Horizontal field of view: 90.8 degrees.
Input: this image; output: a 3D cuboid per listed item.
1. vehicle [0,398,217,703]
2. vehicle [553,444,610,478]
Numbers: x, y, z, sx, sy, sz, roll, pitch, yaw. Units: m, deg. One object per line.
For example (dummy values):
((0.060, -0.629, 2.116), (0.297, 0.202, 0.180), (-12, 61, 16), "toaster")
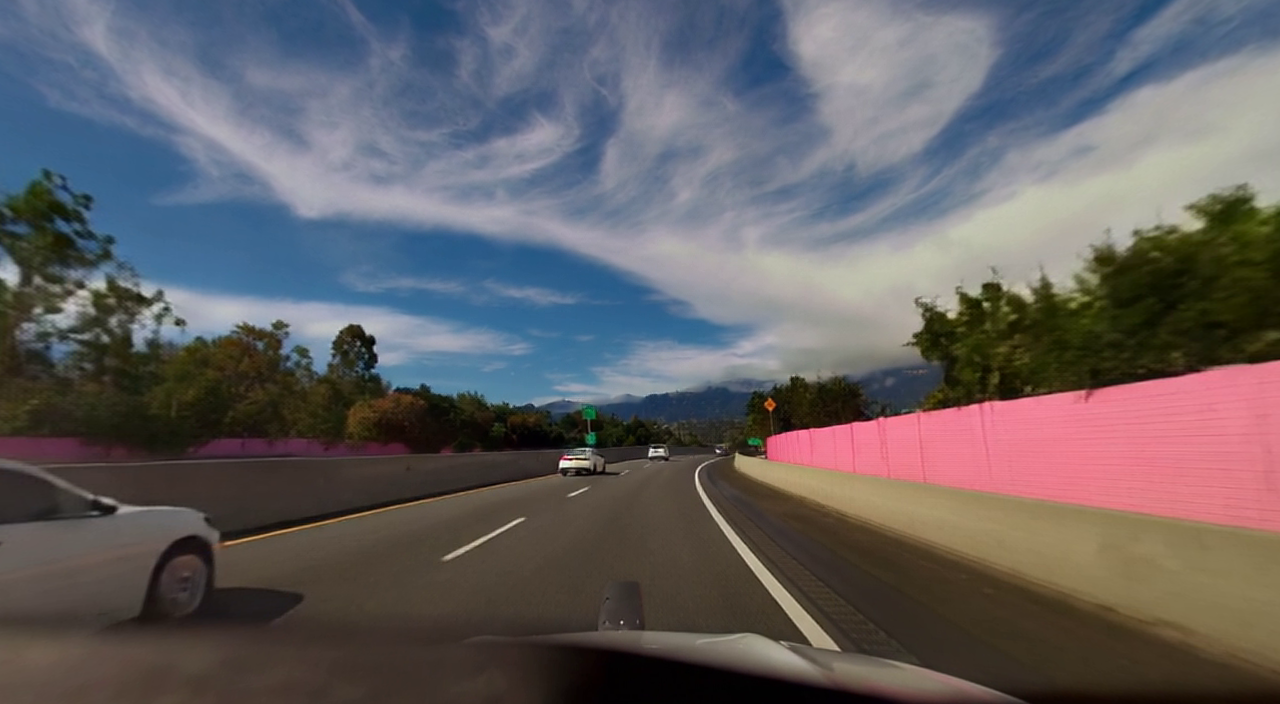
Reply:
((-3.779, 0.846, 2.135), (1.884, 1.469, 3.959), (0, -9, 1), "vehicle")
((-2.567, 4.918, 28.617), (1.746, 1.405, 4.339), (-1, -9, 6), "vehicle")
